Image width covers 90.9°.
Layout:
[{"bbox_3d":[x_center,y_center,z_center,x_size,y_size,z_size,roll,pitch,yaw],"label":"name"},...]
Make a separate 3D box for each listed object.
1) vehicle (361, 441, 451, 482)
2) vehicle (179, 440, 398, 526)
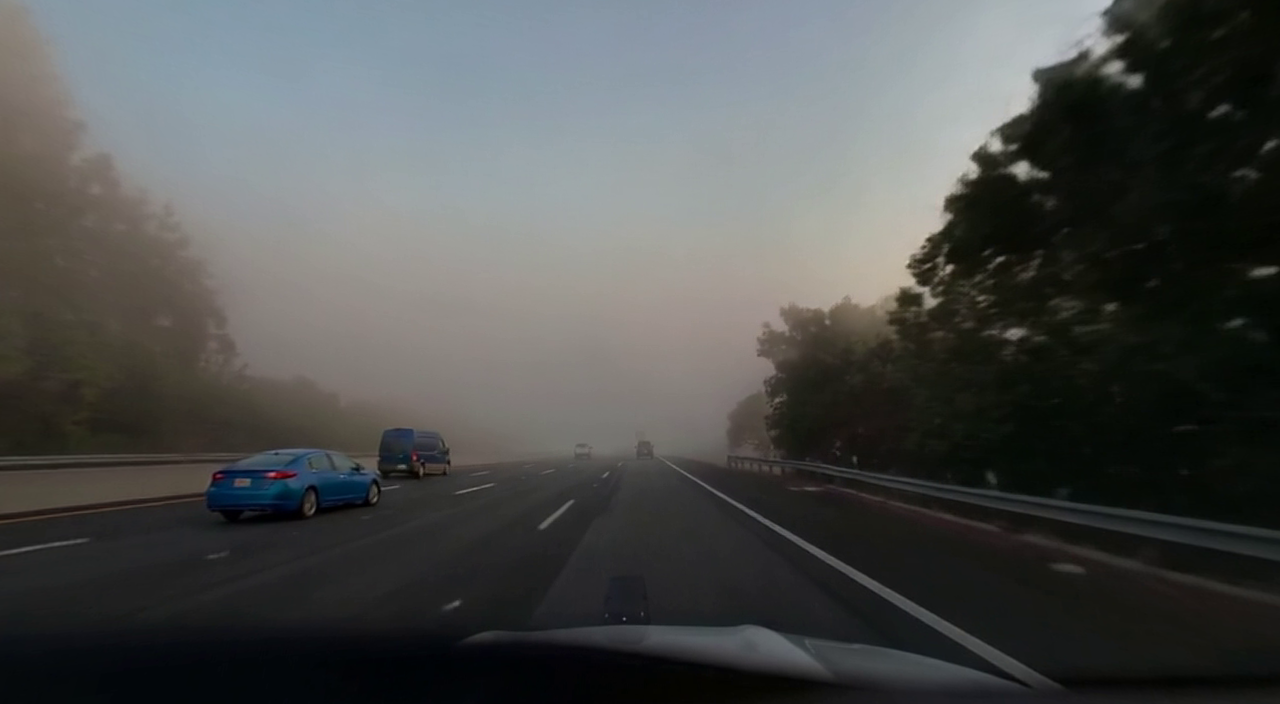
[{"bbox_3d":[-10.887,5.128,29.814,2.249,1.735,5.018,0,-8,1],"label":"vehicle"},{"bbox_3d":[-7.158,2.680,13.608,1.981,1.486,4.735,0,-8,0],"label":"vehicle"}]
